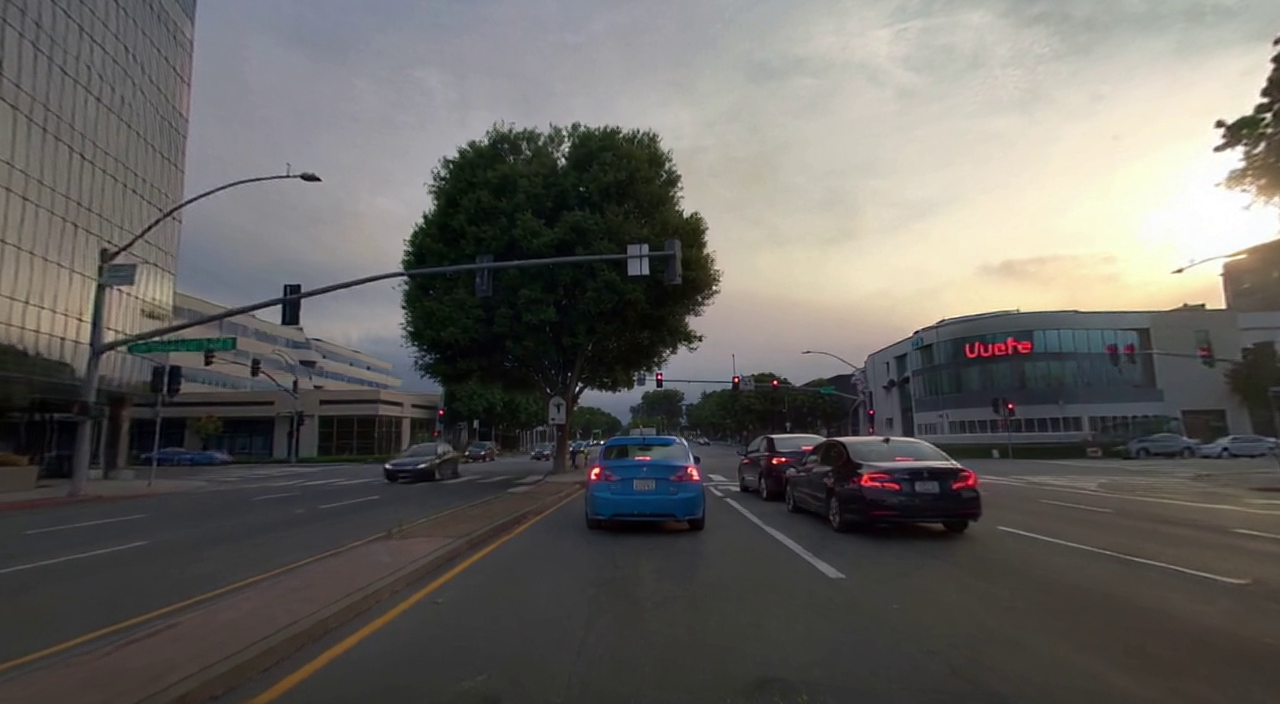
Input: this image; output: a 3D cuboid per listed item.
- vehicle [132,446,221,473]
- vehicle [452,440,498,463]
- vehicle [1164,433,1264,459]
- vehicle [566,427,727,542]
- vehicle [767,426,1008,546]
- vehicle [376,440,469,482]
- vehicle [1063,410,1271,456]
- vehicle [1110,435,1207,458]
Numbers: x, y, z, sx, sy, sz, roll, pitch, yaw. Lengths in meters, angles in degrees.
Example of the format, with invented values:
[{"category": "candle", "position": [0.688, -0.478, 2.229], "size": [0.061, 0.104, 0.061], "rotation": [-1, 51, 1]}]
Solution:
[{"category": "vehicle", "position": [-26.751, 6.205, 36.538], "size": [3.657, 1.528, 1.783], "rotation": [1, -9, -4]}, {"category": "vehicle", "position": [-12.590, 7.652, 48.522], "size": [2.166, 1.659, 4.654], "rotation": [0, -9, 1]}, {"category": "vehicle", "position": [35.121, 5.781, 38.754], "size": [4.190, 1.535, 1.998], "rotation": [0, -9, -1]}, {"category": "vehicle", "position": [0.058, 2.030, 10.274], "size": [2.087, 1.468, 4.014], "rotation": [0, -9, -1]}, {"category": "vehicle", "position": [3.579, 2.036, 10.279], "size": [2.018, 1.491, 4.544], "rotation": [0, -9, -1]}, {"category": "vehicle", "position": [-8.486, 4.285, 25.120], "size": [2.004, 1.476, 4.671], "rotation": [0, -9, 1]}, {"category": "vehicle", "position": [38.295, 5.966, 46.203], "size": [12.695, 3.252, 3.036], "rotation": [0, -9, -3]}, {"category": "vehicle", "position": [34.534, 6.327, 42.139], "size": [4.616, 1.476, 2.165], "rotation": [0, -9, -3]}]
